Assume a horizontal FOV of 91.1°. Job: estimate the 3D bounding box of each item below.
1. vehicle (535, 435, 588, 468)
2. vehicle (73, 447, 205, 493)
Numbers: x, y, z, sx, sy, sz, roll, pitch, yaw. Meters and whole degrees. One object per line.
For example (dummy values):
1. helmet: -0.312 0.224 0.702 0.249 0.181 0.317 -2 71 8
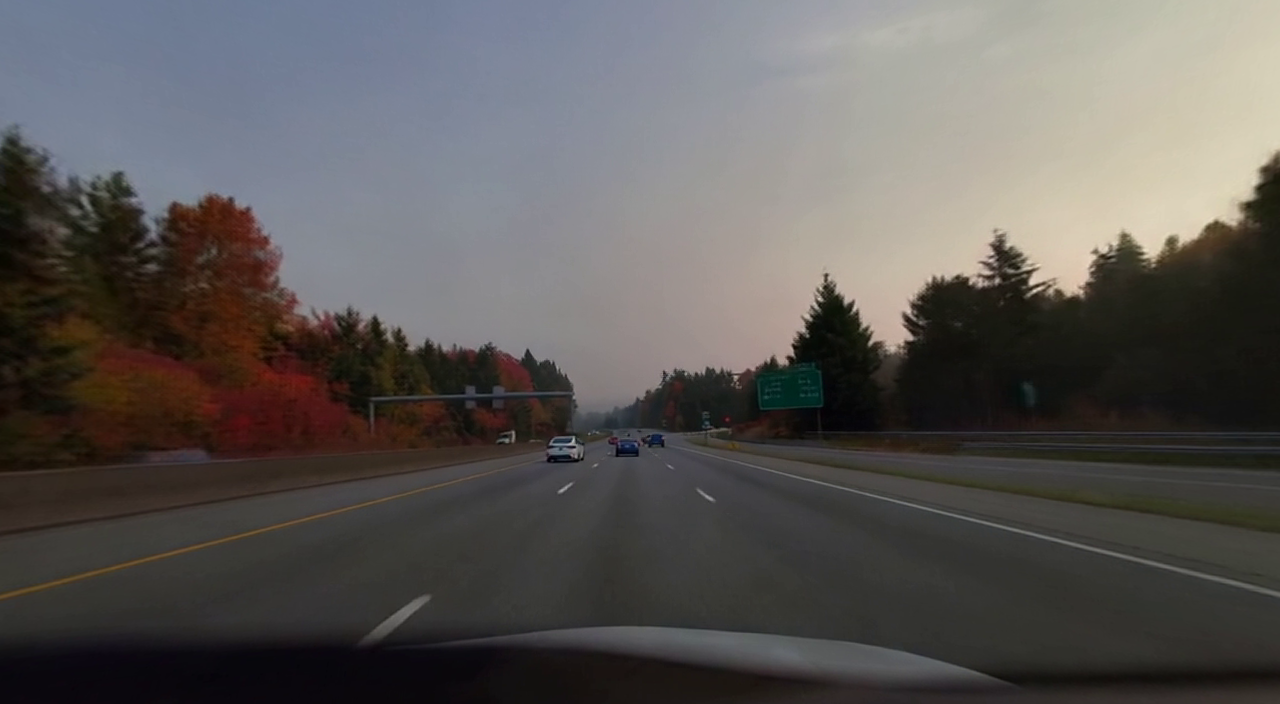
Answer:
1. vehicle: -3.866 4.952 31.604 2.103 1.507 4.367 0 -8 0
2. vehicle: -20.150 4.711 25.560 1.903 1.620 4.186 0 -8 -1
